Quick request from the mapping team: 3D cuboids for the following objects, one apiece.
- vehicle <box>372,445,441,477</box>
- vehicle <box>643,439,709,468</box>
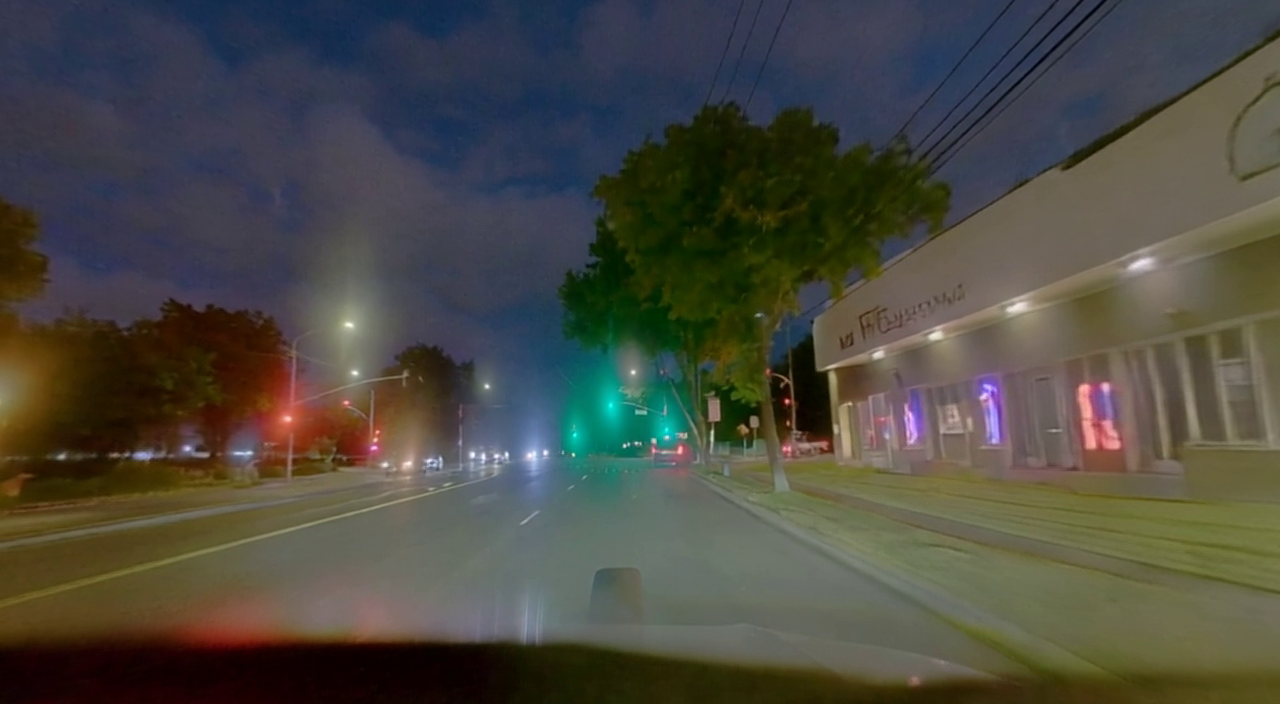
[{"bbox_3d":[-13.003,6.063,35.362,2.145,1.660,4.423,0,-9,0],"label":"vehicle"},{"bbox_3d":[2.227,6.117,38.123,2.191,1.607,4.361,-5,-10,31],"label":"vehicle"}]
